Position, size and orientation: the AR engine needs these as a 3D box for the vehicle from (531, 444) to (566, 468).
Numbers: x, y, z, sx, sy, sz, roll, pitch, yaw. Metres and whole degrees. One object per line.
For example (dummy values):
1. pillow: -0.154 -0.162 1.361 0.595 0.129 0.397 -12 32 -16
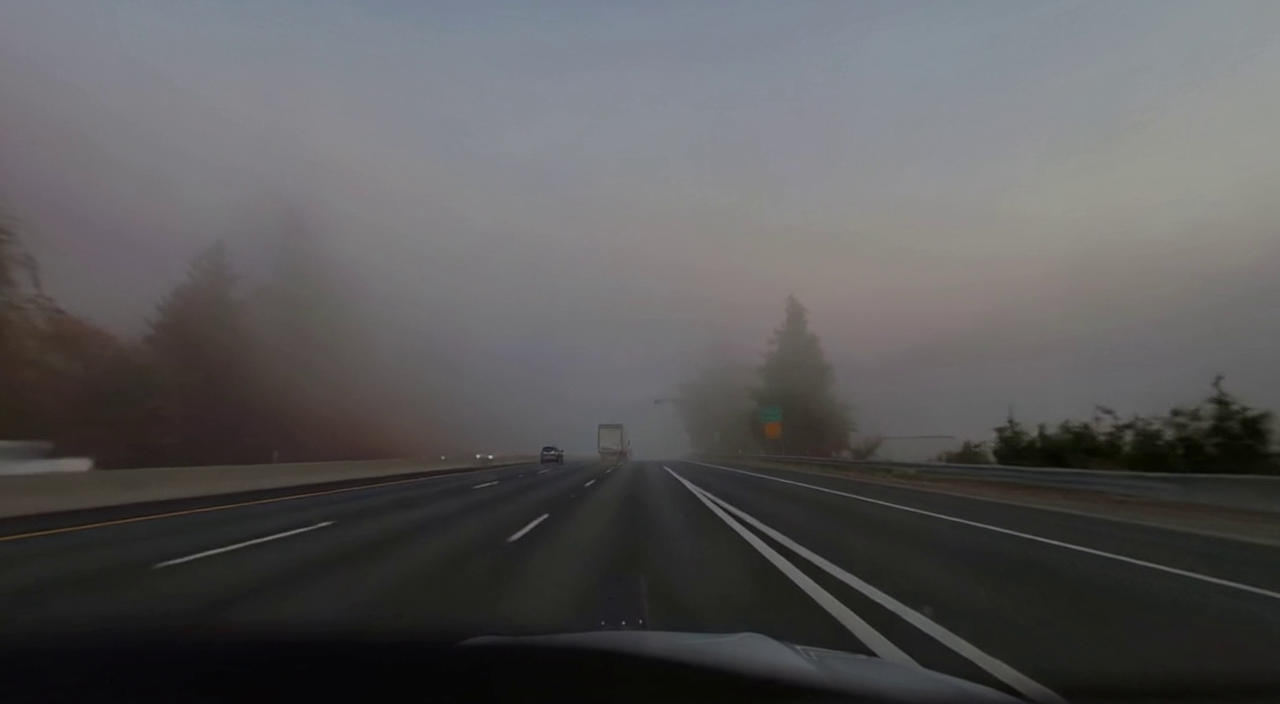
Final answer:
1. vehicle: -7.166 8.153 49.727 2.043 1.828 4.436 0 -8 1
